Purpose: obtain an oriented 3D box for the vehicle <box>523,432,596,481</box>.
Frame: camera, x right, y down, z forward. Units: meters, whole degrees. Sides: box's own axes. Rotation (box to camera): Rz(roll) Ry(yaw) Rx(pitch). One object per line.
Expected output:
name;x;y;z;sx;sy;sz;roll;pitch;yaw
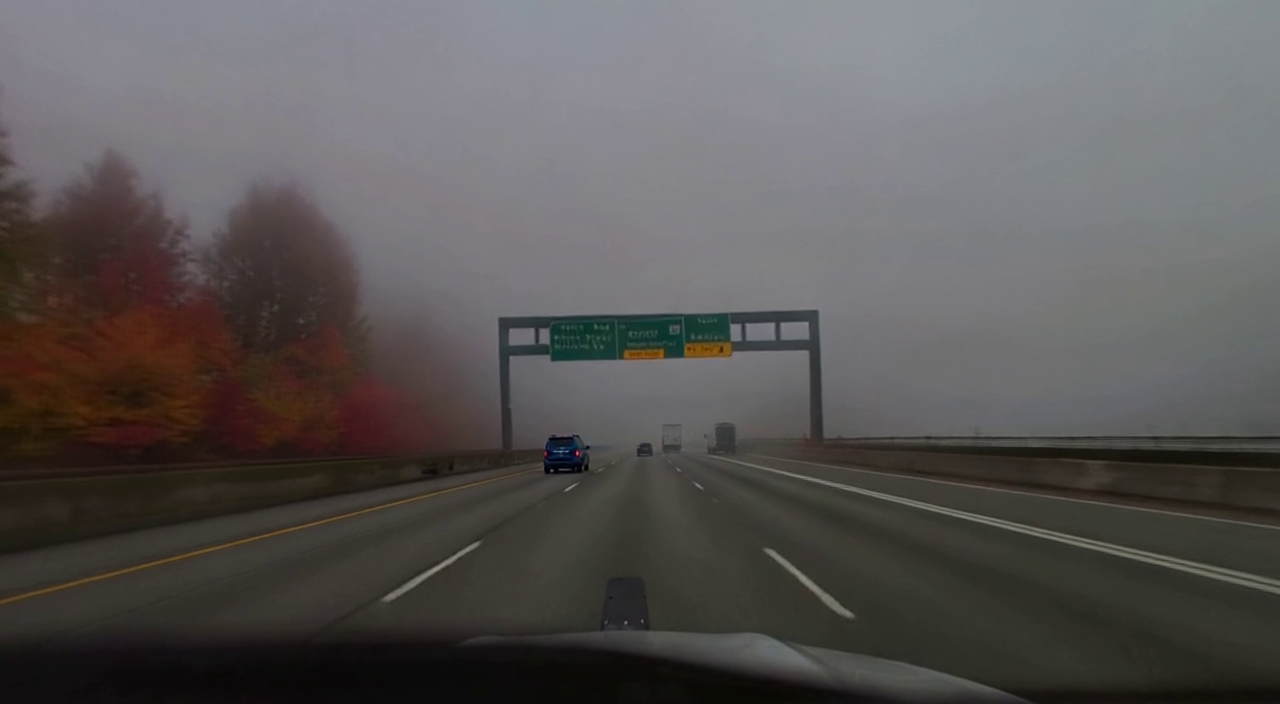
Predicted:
vehicle;-3.009;4.017;24.422;2.177;1.707;4.432;0;-8;1
